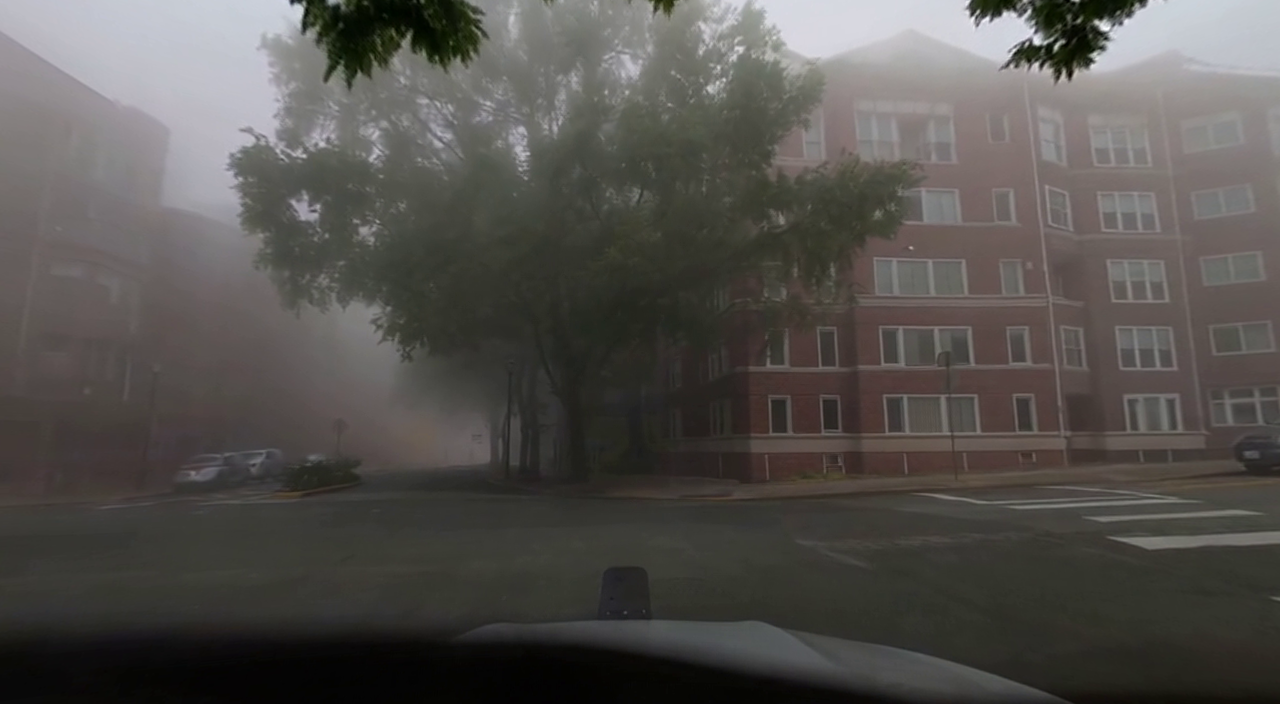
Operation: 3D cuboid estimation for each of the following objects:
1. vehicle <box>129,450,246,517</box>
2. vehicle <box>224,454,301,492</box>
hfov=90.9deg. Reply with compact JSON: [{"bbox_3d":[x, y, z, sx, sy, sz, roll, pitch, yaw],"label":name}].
[{"bbox_3d":[-12.263,3.492,17.392,2.027,1.475,4.522,2,-9,-29],"label":"vehicle"},{"bbox_3d":[-16.966,5.418,28.557,1.941,1.442,4.384,1,-8,-17],"label":"vehicle"}]
